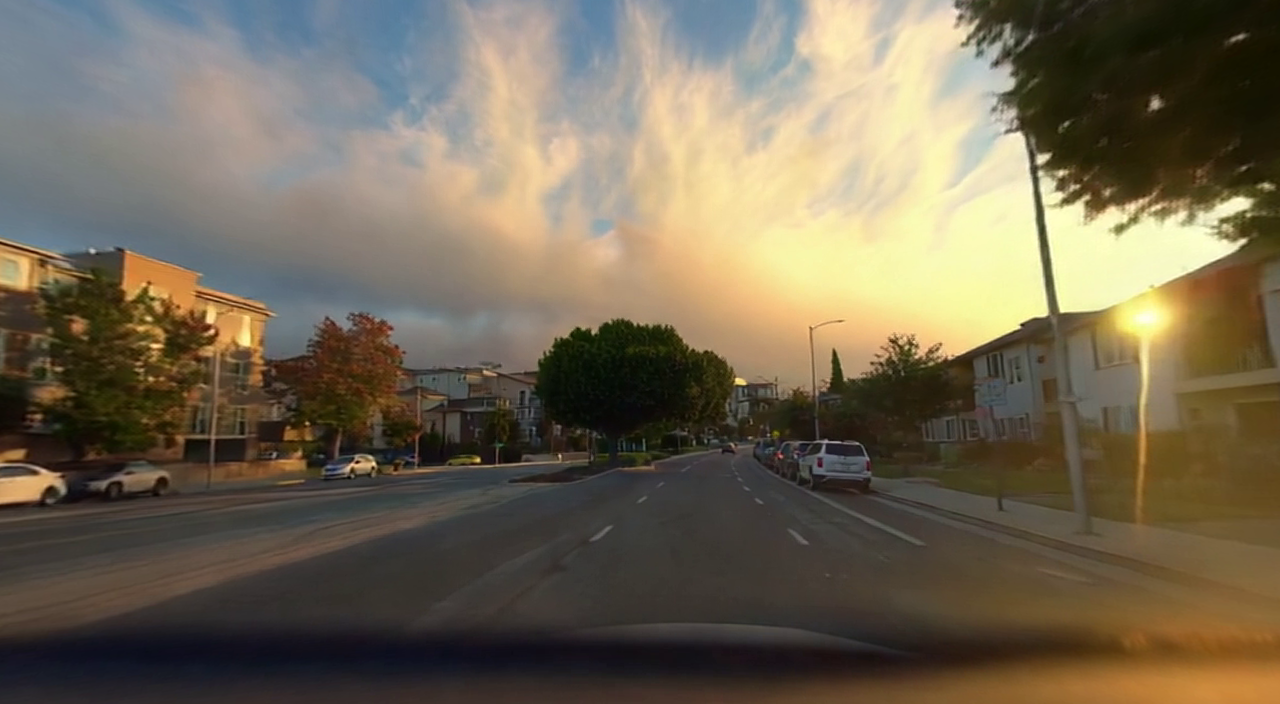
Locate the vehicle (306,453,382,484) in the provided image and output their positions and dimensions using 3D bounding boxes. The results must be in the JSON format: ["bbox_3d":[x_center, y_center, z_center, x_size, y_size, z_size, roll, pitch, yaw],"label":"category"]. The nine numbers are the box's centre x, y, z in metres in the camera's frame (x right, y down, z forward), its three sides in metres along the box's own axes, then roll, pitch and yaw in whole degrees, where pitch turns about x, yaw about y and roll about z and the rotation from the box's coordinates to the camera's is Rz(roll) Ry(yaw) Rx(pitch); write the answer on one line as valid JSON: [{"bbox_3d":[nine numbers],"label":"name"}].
[{"bbox_3d":[-19.338,7.615,41.469,2.060,1.814,5.097,-1,-9,7],"label":"vehicle"}]

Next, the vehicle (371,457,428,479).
[{"bbox_3d":[-18.125,8.752,47.757,1.909,1.451,4.757,-2,-9,9],"label":"vehicle"}]

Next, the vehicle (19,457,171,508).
[{"bbox_3d":[-21.477,5.107,25.117,1.886,1.777,4.273,-1,-9,7],"label":"vehicle"}]

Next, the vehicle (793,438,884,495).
[{"bbox_3d":[6.317,3.667,20.535,2.011,1.649,4.001,-1,-9,6],"label":"vehicle"}]
